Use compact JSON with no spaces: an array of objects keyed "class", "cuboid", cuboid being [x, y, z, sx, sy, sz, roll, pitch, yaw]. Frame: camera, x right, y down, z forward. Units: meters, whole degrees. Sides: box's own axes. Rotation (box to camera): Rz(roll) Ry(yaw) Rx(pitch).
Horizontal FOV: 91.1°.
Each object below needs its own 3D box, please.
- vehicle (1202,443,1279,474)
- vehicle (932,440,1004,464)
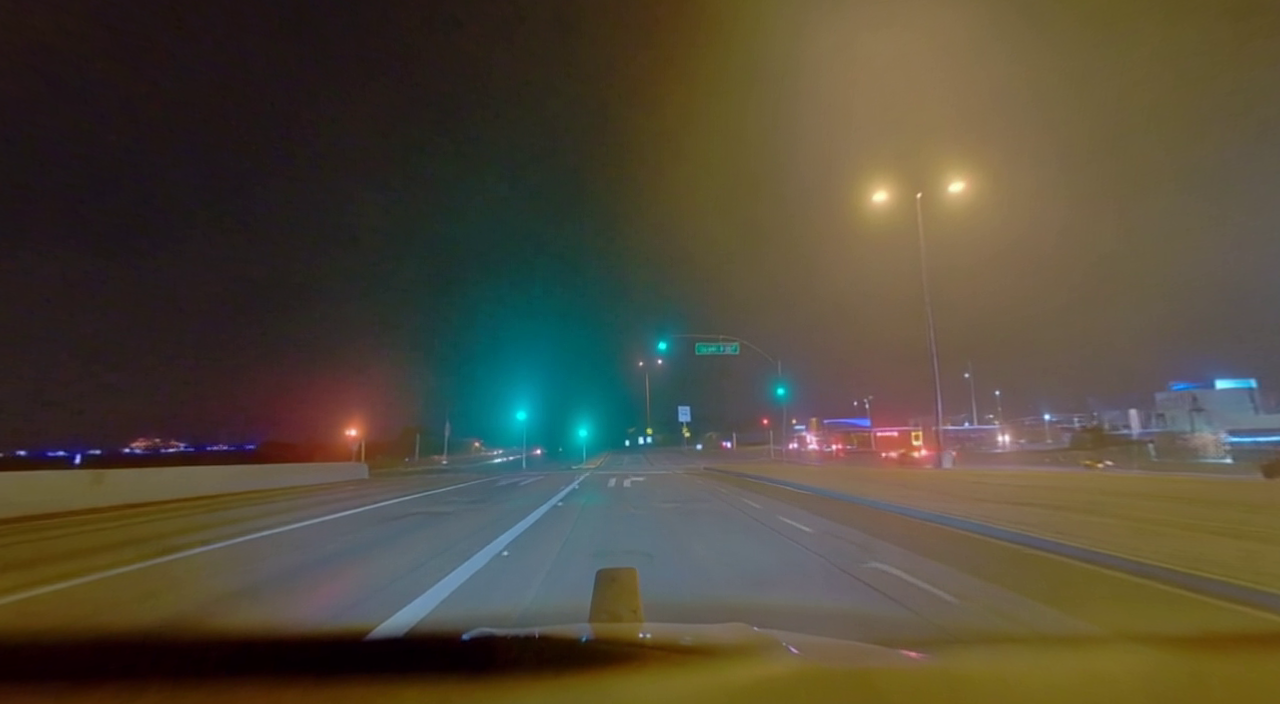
[{"class":"vehicle","cuboid":[29.944,5.074,29.960,4.203,1.391,1.775,-5,-9,27]},{"class":"vehicle","cuboid":[21.693,6.609,41.648,1.717,1.486,3.824,4,-9,-32]}]
